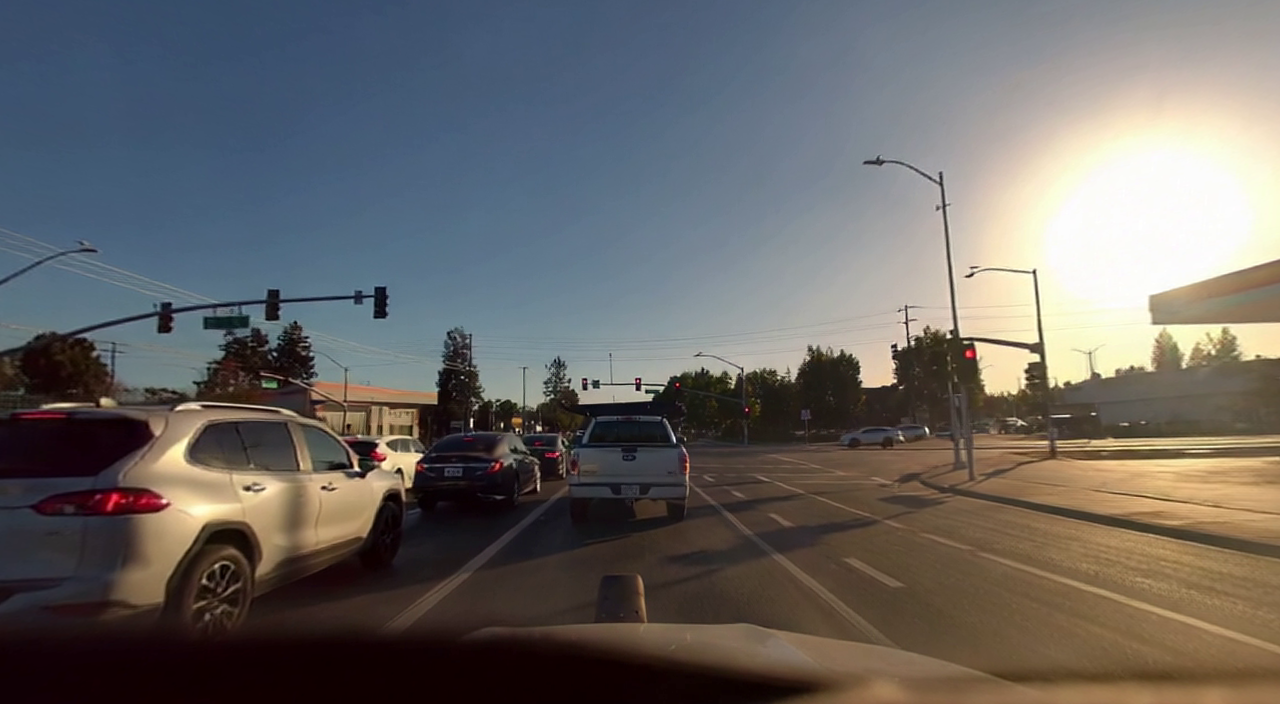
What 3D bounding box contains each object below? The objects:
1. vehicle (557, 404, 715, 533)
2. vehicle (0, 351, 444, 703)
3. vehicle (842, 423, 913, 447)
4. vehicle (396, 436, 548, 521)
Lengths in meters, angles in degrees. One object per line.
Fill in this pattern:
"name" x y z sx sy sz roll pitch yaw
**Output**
"vehicle" -0.078 2.024 11.522 2.224 1.819 5.005 0 -9 -1
"vehicle" -3.309 1.163 5.001 2.096 1.718 4.266 0 -8 0
"vehicle" 17.850 6.290 47.514 4.548 1.730 2.013 1 -9 -10
"vehicle" -3.139 2.453 12.767 1.881 1.424 4.098 0 -9 1
